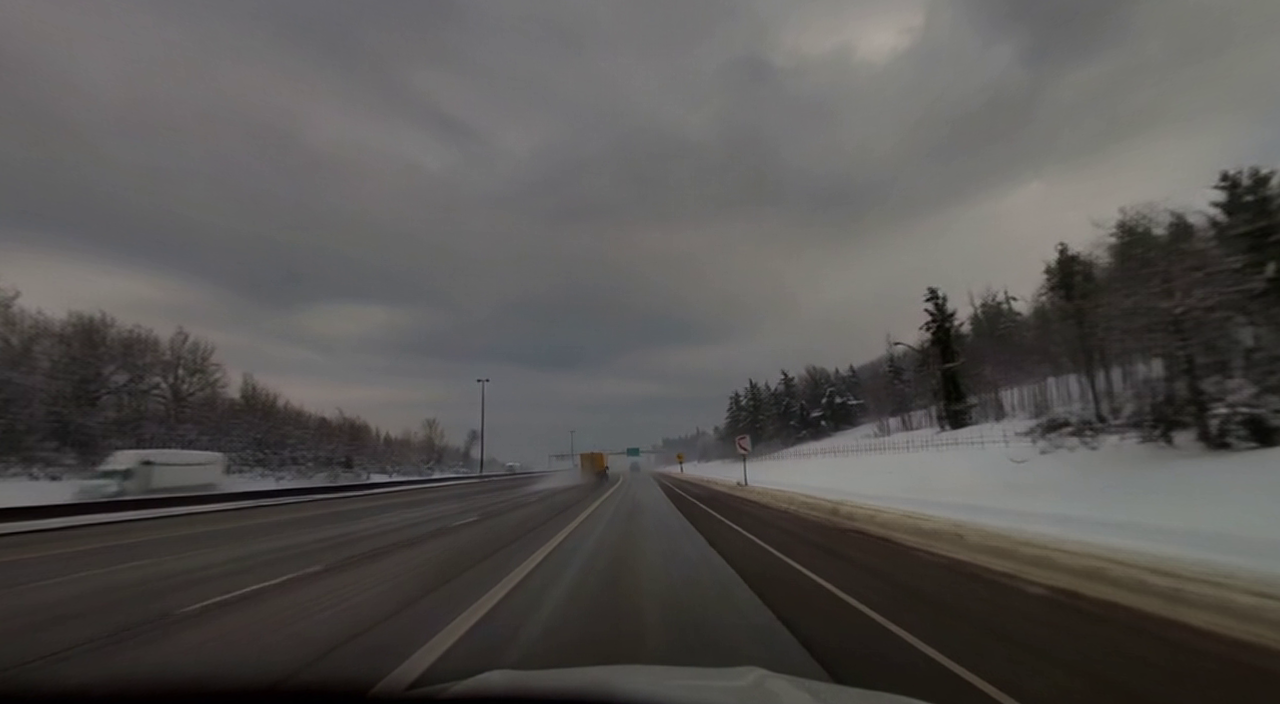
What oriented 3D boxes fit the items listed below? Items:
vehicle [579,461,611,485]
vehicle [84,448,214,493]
[{"bbox_3d":[-3.243,8.910,46.302,2.092,1.642,3.895,1,-10,-1],"label":"vehicle"},{"bbox_3d":[-33.149,8.050,42.996,2.779,2.751,7.408,1,-10,0],"label":"vehicle"}]
